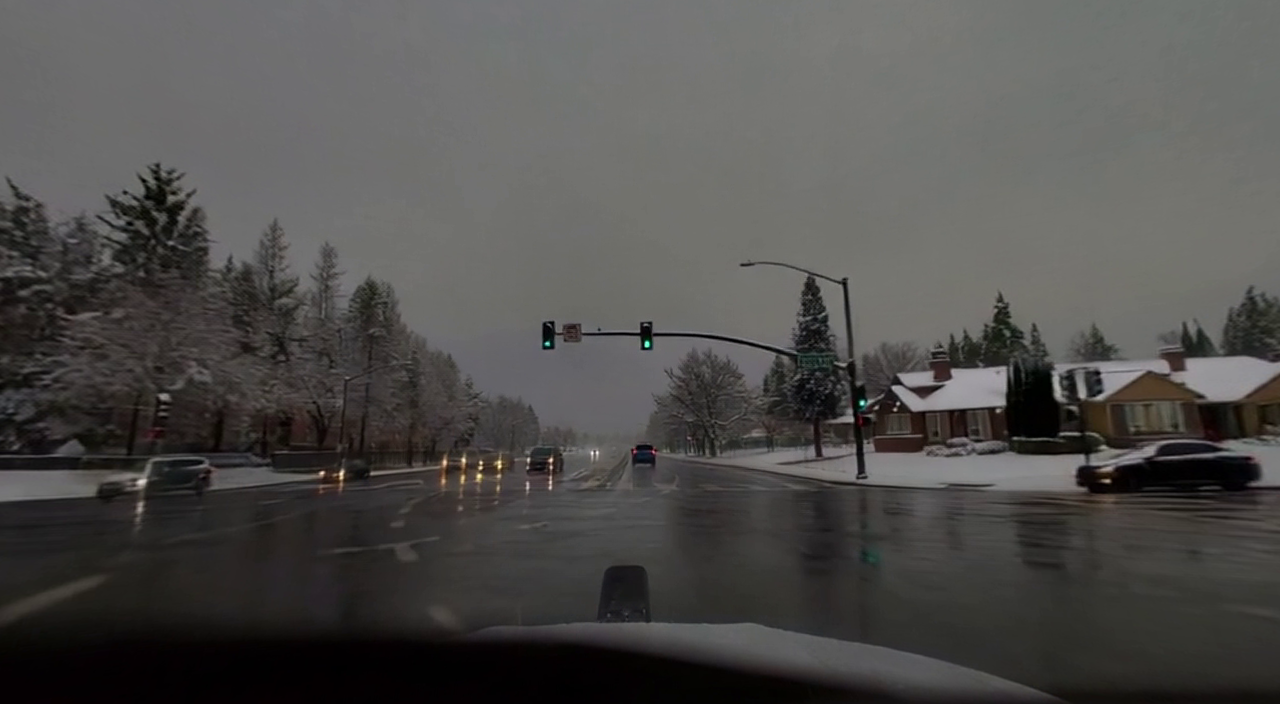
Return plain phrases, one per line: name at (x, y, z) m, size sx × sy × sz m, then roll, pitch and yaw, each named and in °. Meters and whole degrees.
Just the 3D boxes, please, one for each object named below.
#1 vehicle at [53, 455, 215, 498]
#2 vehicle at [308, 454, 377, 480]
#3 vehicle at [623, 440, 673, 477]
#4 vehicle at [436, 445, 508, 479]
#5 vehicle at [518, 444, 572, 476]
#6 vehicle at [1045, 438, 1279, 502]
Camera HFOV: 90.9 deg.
vehicle at (-20.704, 5.085, 26.102) m, size 2.164 × 1.556 × 4.678 m, roll -3°, pitch -10°, yaw 18°
vehicle at (-18.241, 7.030, 38.917) m, size 1.915 × 1.477 × 4.411 m, roll 0°, pitch -9°, yaw 3°
vehicle at (0.397, 5.510, 32.752) m, size 2.437 × 1.737 × 4.420 m, roll 0°, pitch -9°, yaw 0°
vehicle at (-7.809, 5.164, 29.762) m, size 2.154 × 1.499 × 4.461 m, roll 0°, pitch -9°, yaw 0°
vehicle at (-4.753, 5.485, 32.199) m, size 1.994 × 1.494 × 4.599 m, roll 0°, pitch -9°, yaw 1°
vehicle at (15.014, 3.388, 18.379) m, size 4.732 × 1.713 × 2.257 m, roll 0°, pitch -9°, yaw 4°
